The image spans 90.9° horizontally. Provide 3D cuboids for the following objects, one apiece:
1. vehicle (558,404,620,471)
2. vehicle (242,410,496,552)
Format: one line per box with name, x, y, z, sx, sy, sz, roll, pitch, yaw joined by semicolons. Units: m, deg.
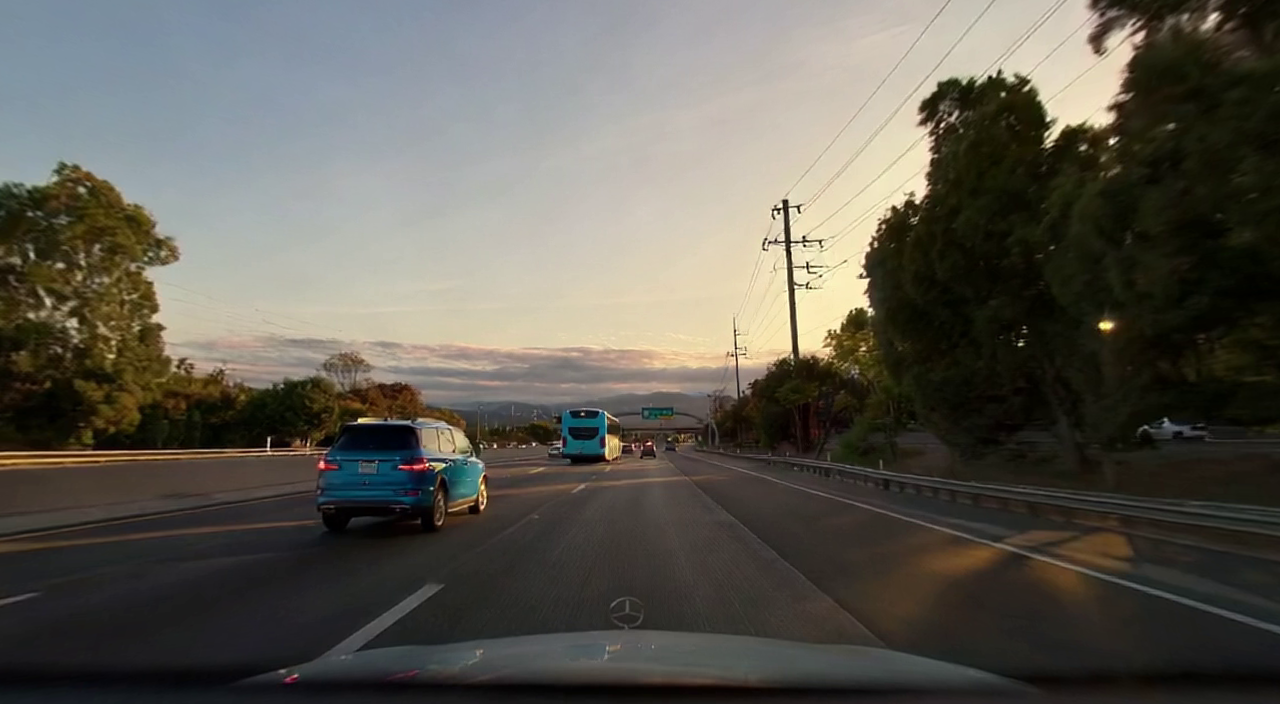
vehicle;-3.060;5.631;41.088;2.964;3.735;11.465;0;-8;1
vehicle;-3.839;1.911;9.952;2.021;1.730;4.223;0;-9;1
